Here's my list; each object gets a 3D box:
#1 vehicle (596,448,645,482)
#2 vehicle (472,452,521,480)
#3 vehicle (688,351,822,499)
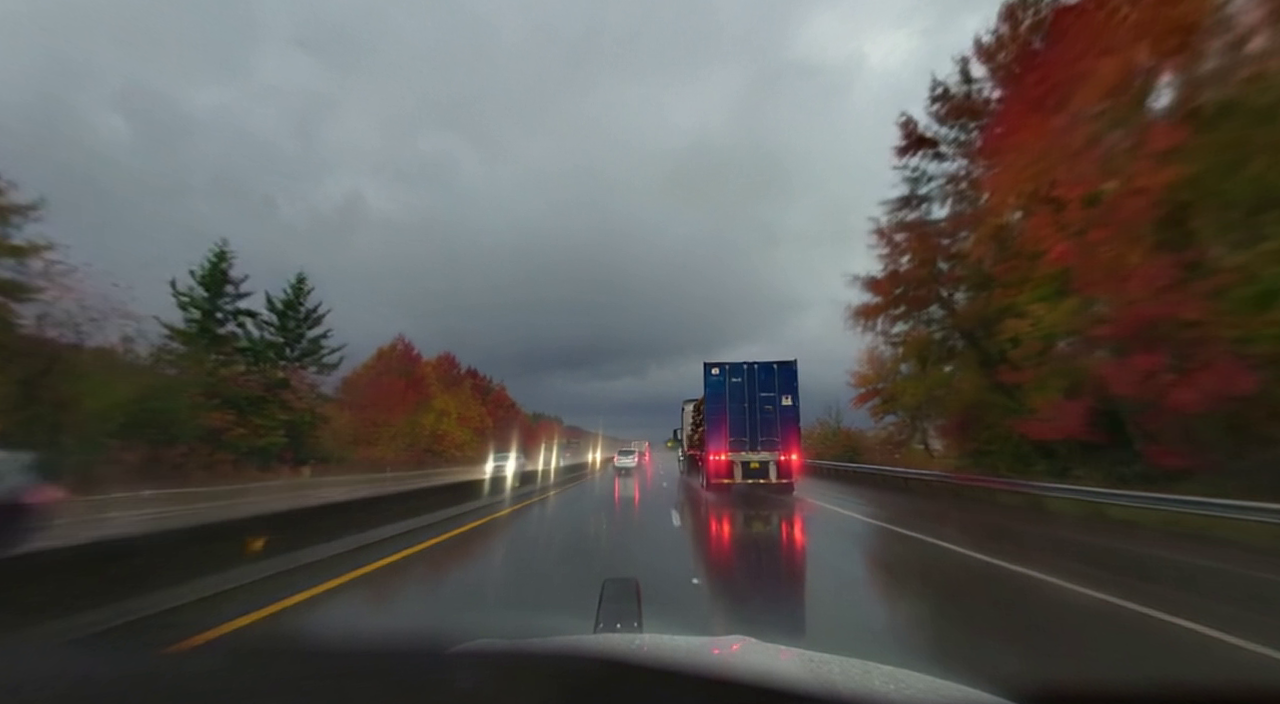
[{"bbox_3d":[-0.849,5.352,29.997,2.099,1.506,4.097,-1,-9,2],"label":"vehicle"},{"bbox_3d":[-9.083,7.202,40.014,1.946,1.628,4.553,-1,-9,2],"label":"vehicle"},{"bbox_3d":[3.354,2.559,20.860,3.004,3.923,8.363,-1,-9,1],"label":"vehicle"}]
